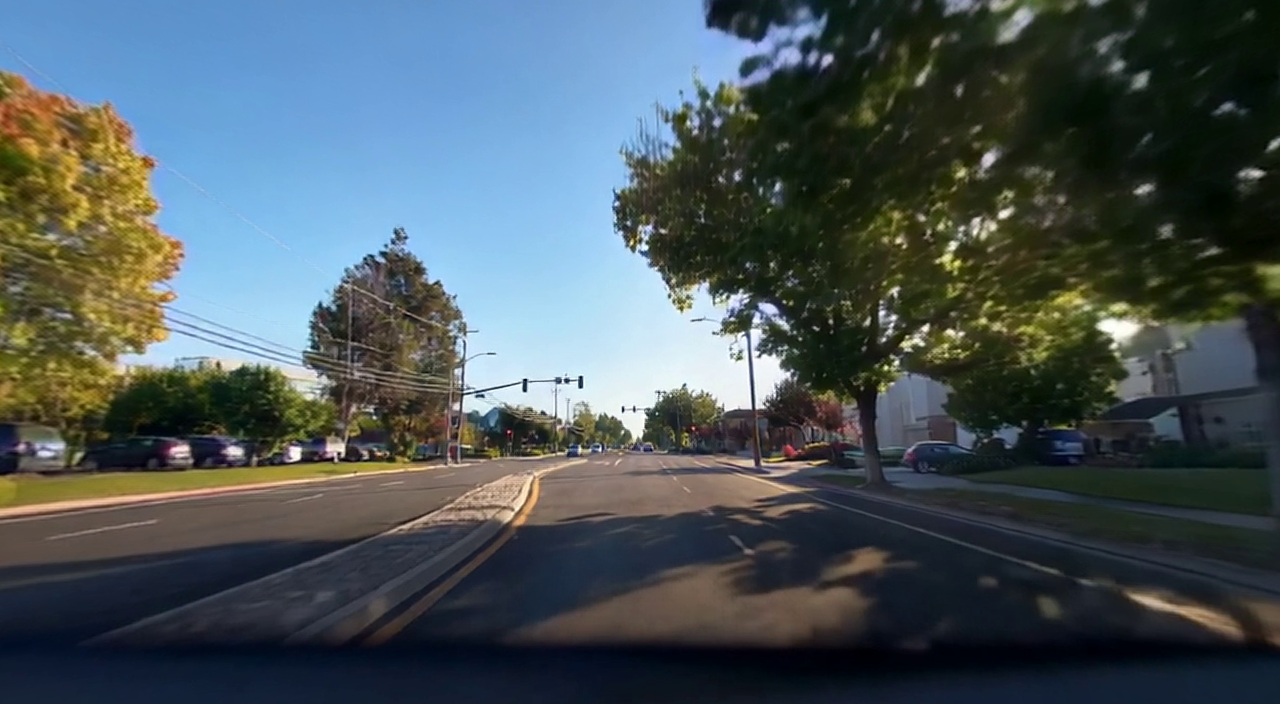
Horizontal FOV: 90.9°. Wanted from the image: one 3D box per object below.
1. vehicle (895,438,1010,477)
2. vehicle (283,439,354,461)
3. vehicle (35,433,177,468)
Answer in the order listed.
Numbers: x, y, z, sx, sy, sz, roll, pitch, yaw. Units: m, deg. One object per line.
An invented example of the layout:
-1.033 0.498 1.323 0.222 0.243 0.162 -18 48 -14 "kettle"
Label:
14.329 4.832 29.008 4.276 1.703 2.088 2 -10 -14 "vehicle"
-23.488 7.169 46.145 4.116 1.548 1.923 0 -8 0 "vehicle"
-22.764 4.187 26.982 4.265 1.393 2.071 0 -8 3 "vehicle"
